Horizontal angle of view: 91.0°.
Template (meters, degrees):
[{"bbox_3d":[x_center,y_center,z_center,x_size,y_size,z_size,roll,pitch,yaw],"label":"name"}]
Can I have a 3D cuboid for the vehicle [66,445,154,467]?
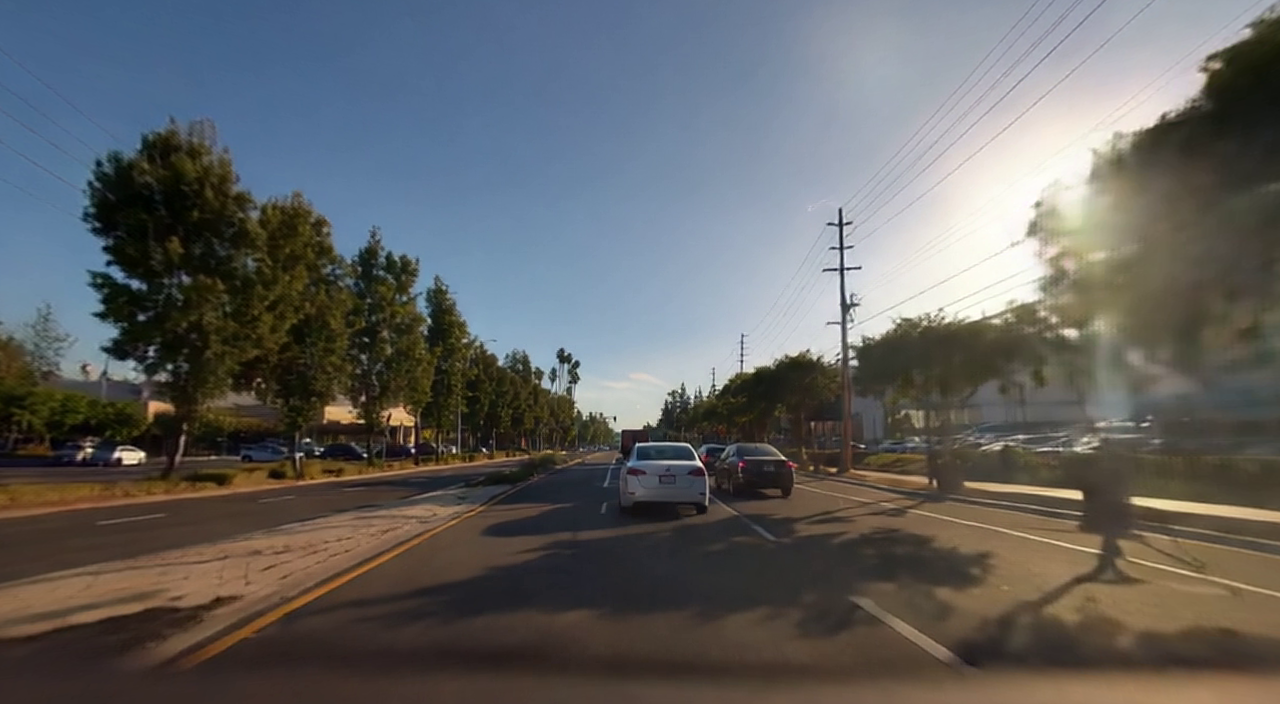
[{"bbox_3d":[-38.914,7.621,46.312,1.804,1.478,4.485,-3,-8,25],"label":"vehicle"}]

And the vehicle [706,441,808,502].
[{"bbox_3d":[3.119,3.252,17.642,1.985,1.489,4.036,0,-8,-1],"label":"vehicle"}]

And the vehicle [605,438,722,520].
[{"bbox_3d":[0.342,2.622,13.560,2.144,1.473,4.028,1,-8,-2],"label":"vehicle"}]
